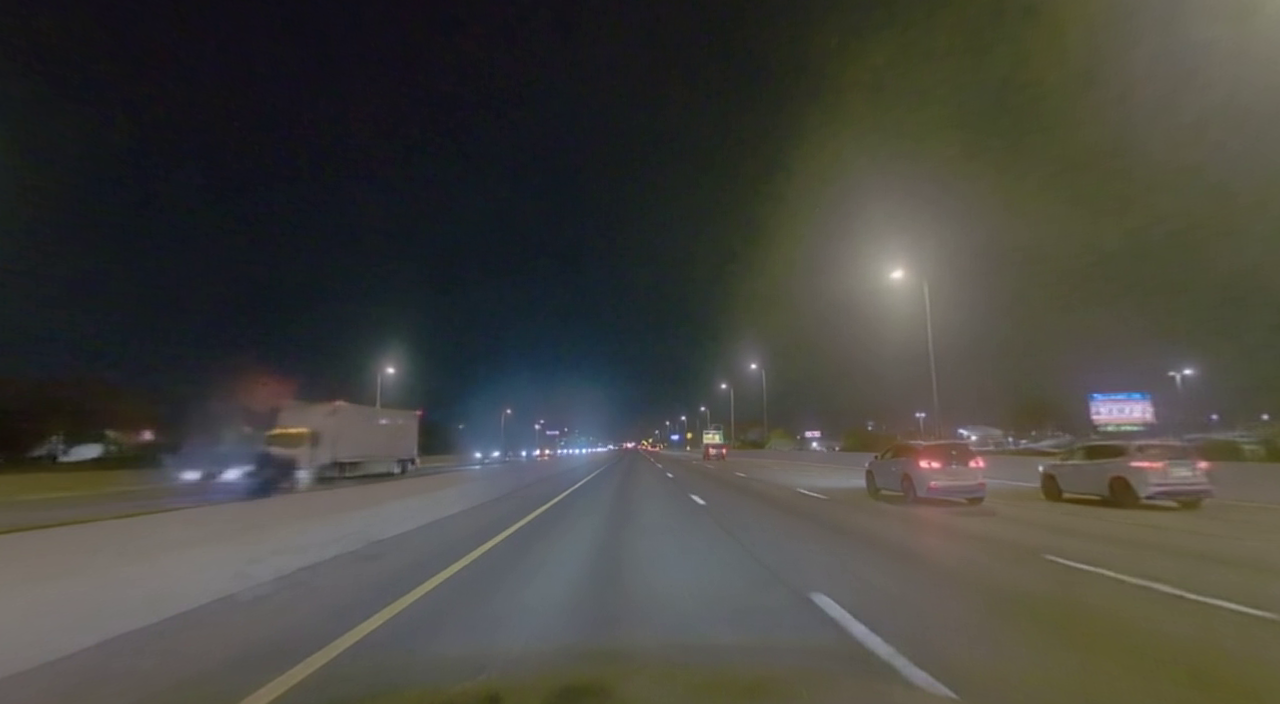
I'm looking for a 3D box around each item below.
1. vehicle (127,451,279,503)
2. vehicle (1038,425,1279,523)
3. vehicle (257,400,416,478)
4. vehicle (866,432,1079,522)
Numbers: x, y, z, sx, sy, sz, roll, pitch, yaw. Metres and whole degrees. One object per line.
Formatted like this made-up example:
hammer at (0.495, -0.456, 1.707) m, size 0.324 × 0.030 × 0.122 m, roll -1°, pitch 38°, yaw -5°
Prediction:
vehicle at (-14.156, 4.024, 20.845) m, size 1.895 × 1.474 × 4.394 m, roll 0°, pitch -8°, yaw 0°
vehicle at (10.895, 2.463, 13.372) m, size 2.068 × 1.680 × 4.361 m, roll -1°, pitch -8°, yaw 1°
vehicle at (-17.874, 5.445, 39.017) m, size 2.989 × 3.924 × 13.704 m, roll 0°, pitch -8°, yaw 0°
vehicle at (6.705, 2.548, 13.503) m, size 1.901 × 1.548 × 4.684 m, roll 0°, pitch -8°, yaw -1°
